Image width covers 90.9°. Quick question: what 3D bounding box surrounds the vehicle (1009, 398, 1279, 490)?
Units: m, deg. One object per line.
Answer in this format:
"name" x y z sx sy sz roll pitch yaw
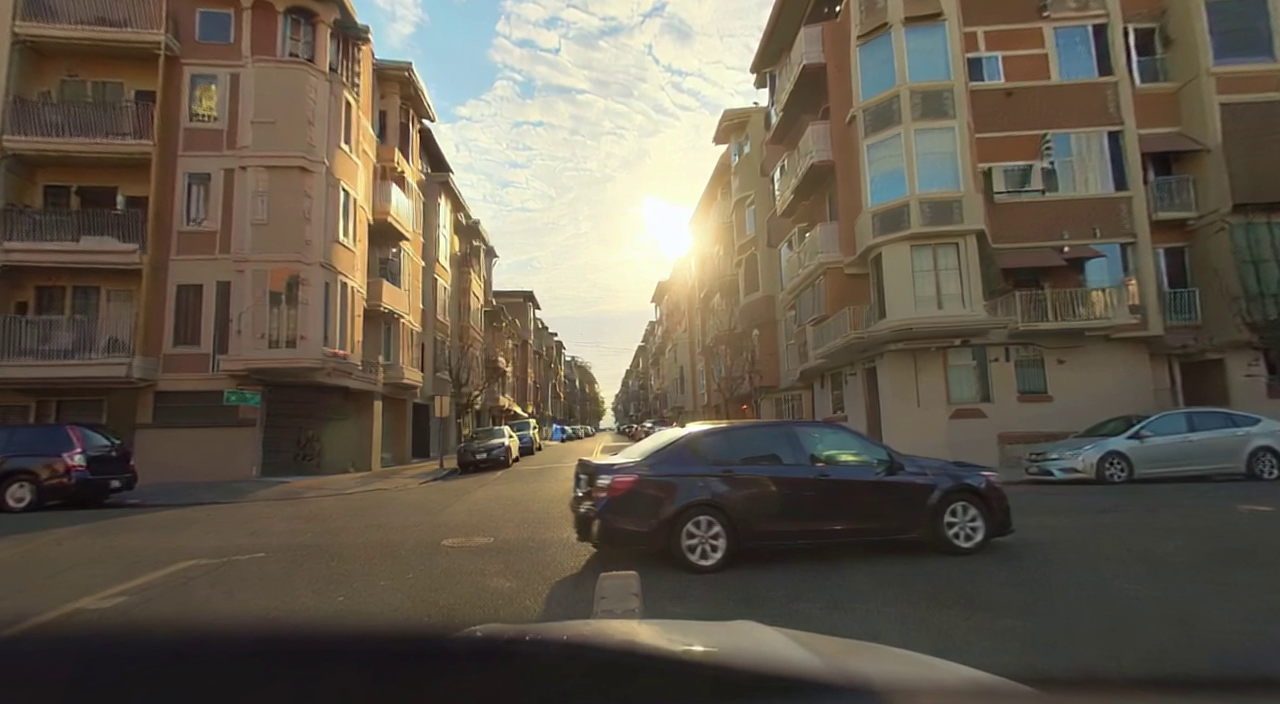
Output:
"vehicle" 9.729 1.666 11.520 4.711 1.506 1.983 0 -8 -3

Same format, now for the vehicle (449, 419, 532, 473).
"vehicle" -4.403 2.821 19.090 1.882 1.459 3.518 0 -8 -4

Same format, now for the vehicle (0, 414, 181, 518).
"vehicle" -11.155 1.927 10.934 4.679 1.631 2.025 0 -8 -2

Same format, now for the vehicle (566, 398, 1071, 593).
"vehicle" 1.521 1.288 6.413 4.469 1.566 1.993 1 -6 -7
